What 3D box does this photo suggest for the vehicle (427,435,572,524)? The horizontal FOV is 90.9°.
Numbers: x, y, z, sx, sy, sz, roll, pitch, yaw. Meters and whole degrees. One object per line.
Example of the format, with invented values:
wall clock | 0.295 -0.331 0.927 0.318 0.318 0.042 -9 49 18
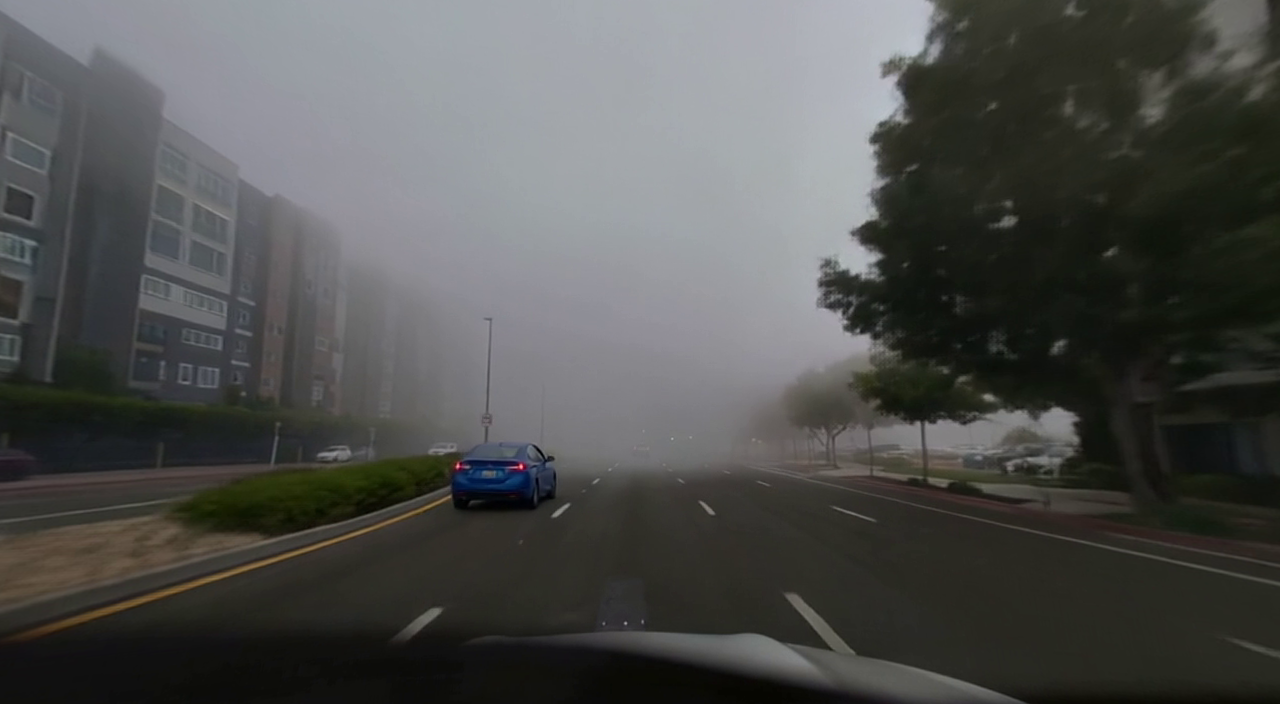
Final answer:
vehicle | -2.823 2.646 13.726 2.009 1.489 4.543 -3 -8 1
